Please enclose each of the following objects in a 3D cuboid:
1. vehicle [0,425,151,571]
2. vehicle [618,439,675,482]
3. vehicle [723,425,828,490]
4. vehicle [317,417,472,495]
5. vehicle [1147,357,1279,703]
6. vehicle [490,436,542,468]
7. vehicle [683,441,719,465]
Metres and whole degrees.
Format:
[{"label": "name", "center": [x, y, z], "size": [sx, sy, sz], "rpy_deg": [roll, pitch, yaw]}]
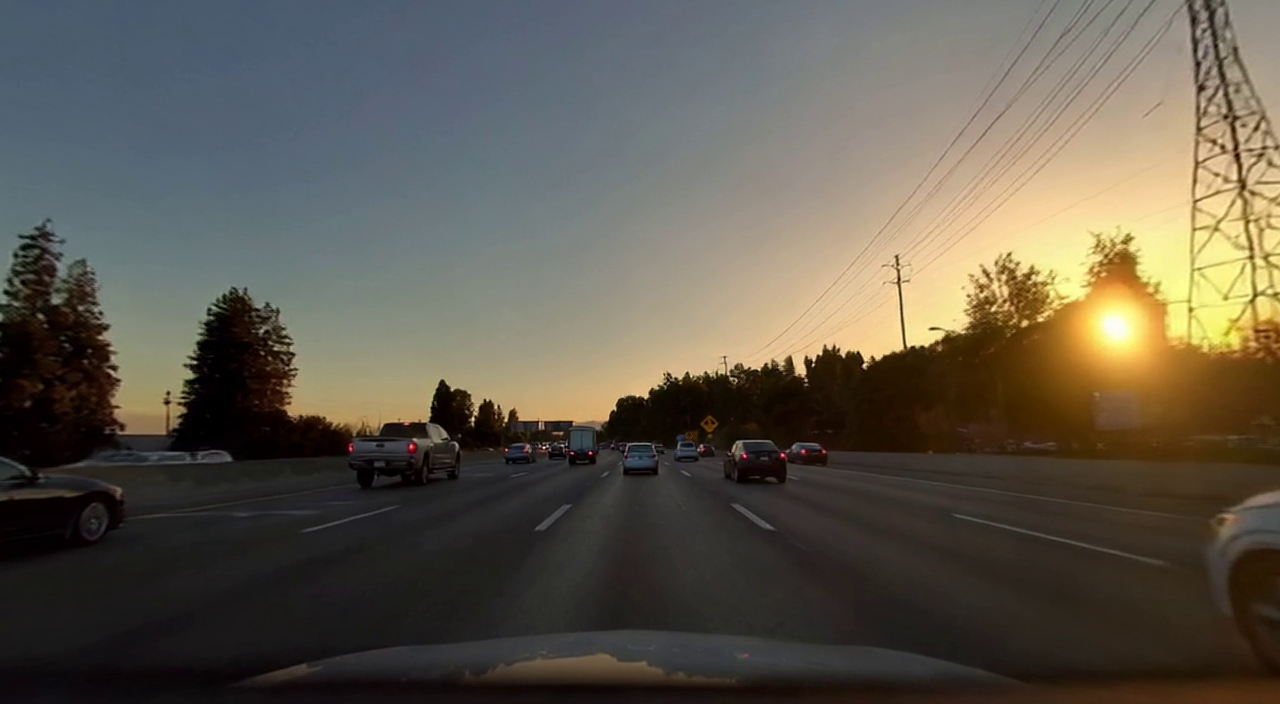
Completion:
[{"label": "vehicle", "center": [-7.519, 1.453, 6.183], "size": [1.911, 1.479, 4.312], "rpy_deg": [0, -9, 1]}, {"label": "vehicle", "center": [0.215, 4.042, 23.806], "size": [1.966, 1.444, 3.986], "rpy_deg": [0, -9, 0]}, {"label": "vehicle", "center": [4.071, 3.274, 19.851], "size": [2.195, 1.778, 4.455], "rpy_deg": [0, -9, -2]}, {"label": "vehicle", "center": [-6.975, 3.068, 18.853], "size": [2.269, 1.936, 5.777], "rpy_deg": [0, -9, 0]}, {"label": "vehicle", "center": [3.914, 0.648, 1.391], "size": [2.002, 1.691, 4.290], "rpy_deg": [0, -9, 1]}, {"label": "vehicle", "center": [-6.970, 5.695, 35.930], "size": [1.978, 1.680, 4.263], "rpy_deg": [0, -9, 1]}, {"label": "vehicle", "center": [3.906, 6.528, 40.850], "size": [1.895, 1.429, 3.908], "rpy_deg": [0, -9, -1]}]
